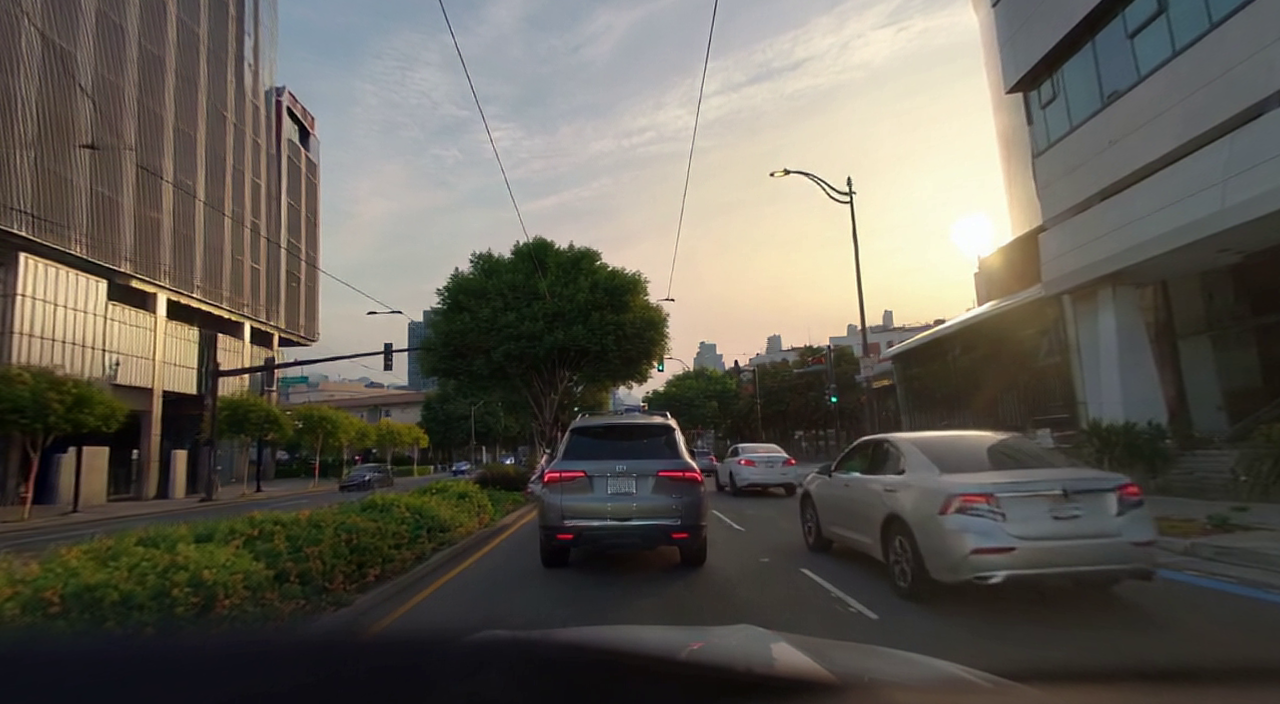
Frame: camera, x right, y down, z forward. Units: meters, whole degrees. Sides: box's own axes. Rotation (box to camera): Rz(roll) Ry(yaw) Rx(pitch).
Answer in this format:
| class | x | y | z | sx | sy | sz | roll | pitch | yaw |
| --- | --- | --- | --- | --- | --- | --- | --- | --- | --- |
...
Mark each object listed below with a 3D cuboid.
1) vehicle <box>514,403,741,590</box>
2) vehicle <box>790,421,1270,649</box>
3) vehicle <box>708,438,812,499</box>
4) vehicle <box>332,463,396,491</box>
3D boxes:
| class | x | y | z | sx | sy | sz | roll | pitch | yaw |
| --- | --- | --- | --- | --- | --- | --- | --- | --- | --- |
| vehicle | -0.202 | 1.706 | 8.302 | 2.178 | 1.779 | 4.255 | 0 | -8 | -2 |
| vehicle | 3.114 | 1.531 | 6.405 | 1.993 | 1.480 | 4.324 | 0 | -8 | -2 |
| vehicle | 3.412 | 3.413 | 18.892 | 2.128 | 1.582 | 4.188 | 0 | -8 | -3 |
| vehicle | -15.807 | 7.159 | 36.414 | 1.798 | 1.409 | 4.239 | 0 | -8 | -1 |
